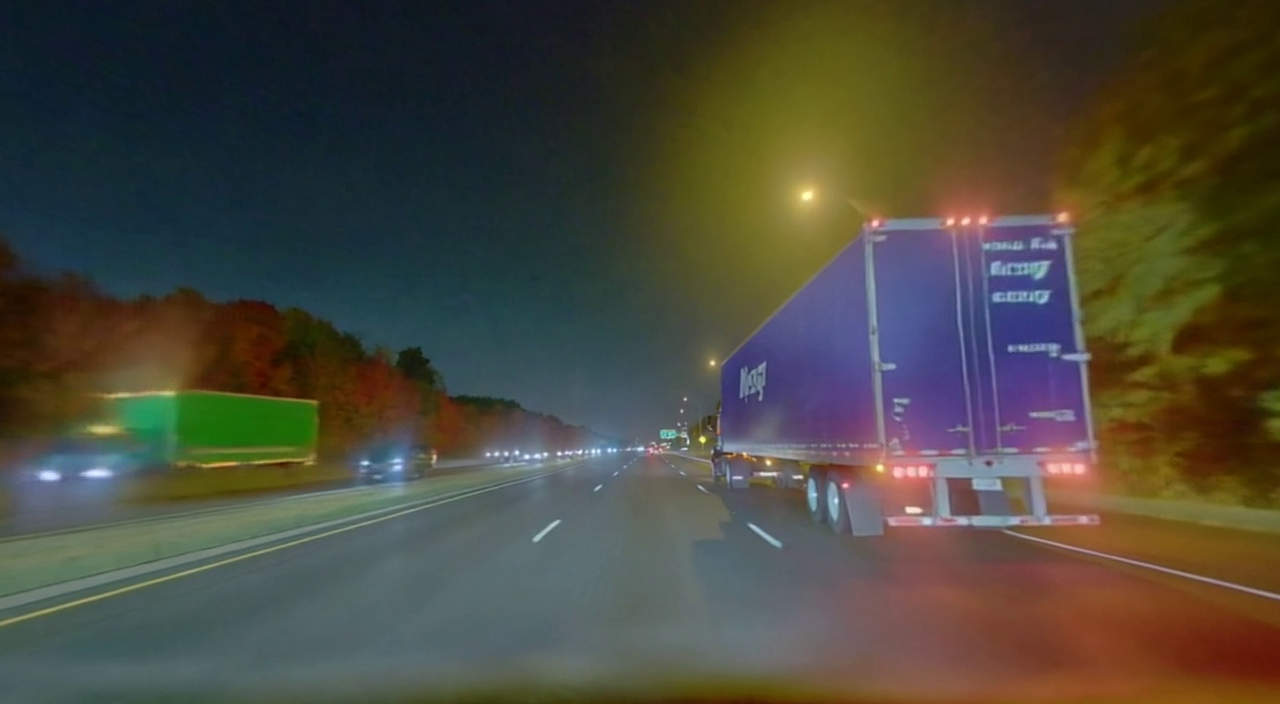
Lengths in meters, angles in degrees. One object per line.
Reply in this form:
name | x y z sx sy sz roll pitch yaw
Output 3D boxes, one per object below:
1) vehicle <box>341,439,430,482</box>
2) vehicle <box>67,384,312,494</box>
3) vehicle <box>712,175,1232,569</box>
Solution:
vehicle | -11.937 5.123 29.812 2.079 1.811 4.980 -1 -9 1
vehicle | -19.297 3.994 28.333 2.995 4.004 10.610 -1 -9 1
vehicle | 4.079 1.395 14.448 3.003 3.880 16.814 0 -9 0
